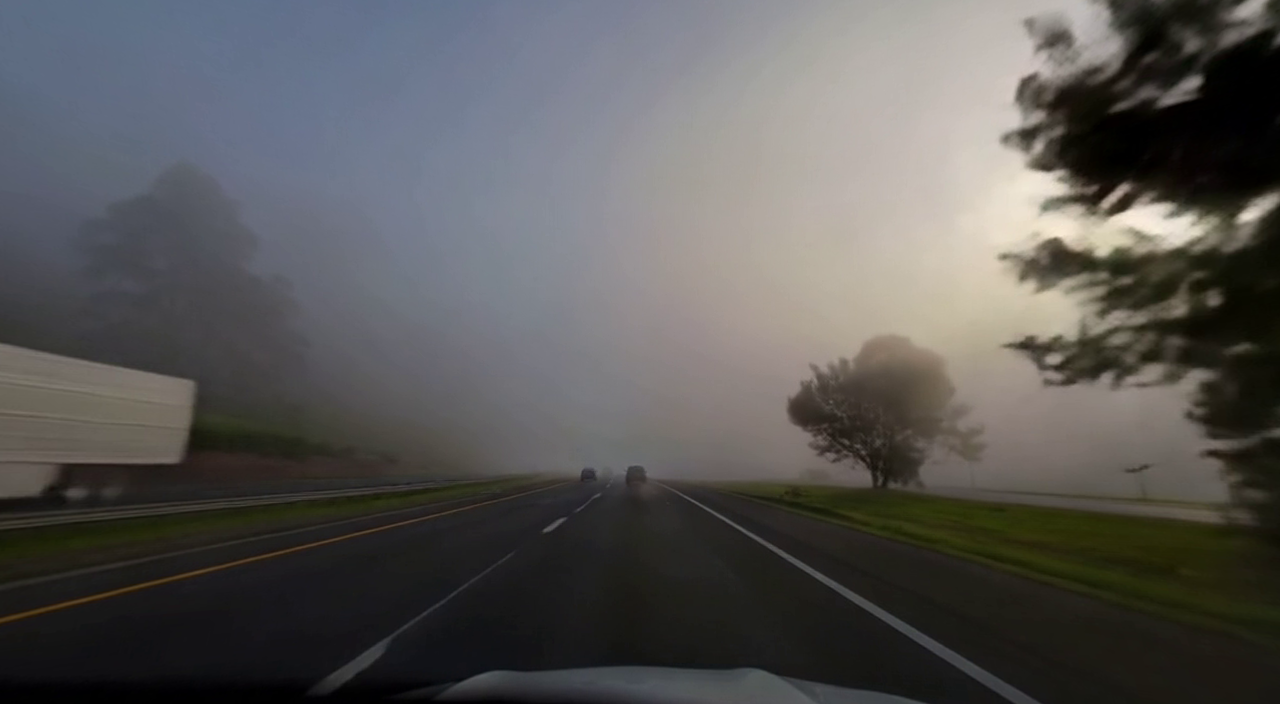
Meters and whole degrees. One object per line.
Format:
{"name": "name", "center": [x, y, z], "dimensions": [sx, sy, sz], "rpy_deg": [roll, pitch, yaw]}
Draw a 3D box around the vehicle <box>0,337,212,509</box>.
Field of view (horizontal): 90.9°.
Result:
{"name": "vehicle", "center": [-16.891, 1.755, 15.419], "dimensions": [3.181, 4.029, 14.087], "rpy_deg": [1, -11, -1]}
